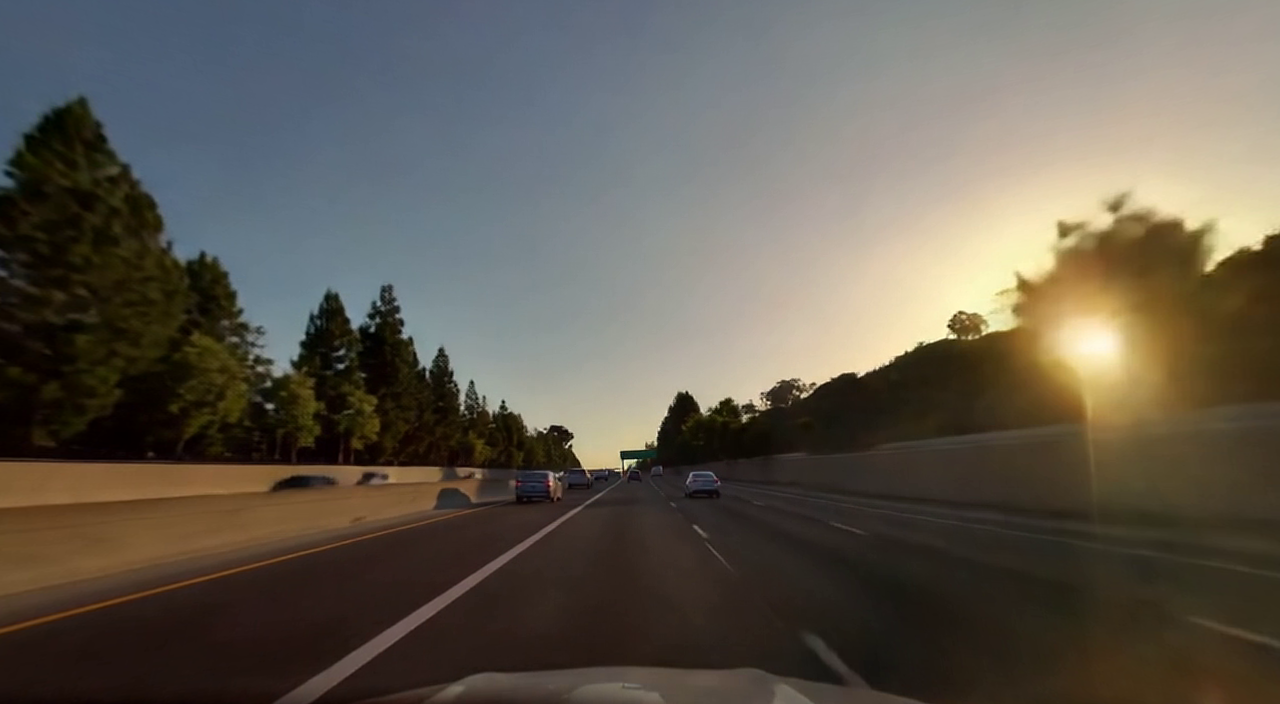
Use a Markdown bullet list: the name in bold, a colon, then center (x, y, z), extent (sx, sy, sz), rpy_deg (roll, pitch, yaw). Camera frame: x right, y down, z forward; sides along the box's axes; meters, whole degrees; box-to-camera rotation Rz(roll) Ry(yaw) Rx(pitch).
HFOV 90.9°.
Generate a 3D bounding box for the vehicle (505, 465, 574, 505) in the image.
- **vehicle**: center (-3.981, 5.416, 25.925), extent (2.004, 1.468, 4.812), rpy_deg (0, -11, 0)

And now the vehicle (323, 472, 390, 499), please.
- **vehicle**: center (-16.914, 7.987, 37.871), extent (1.893, 1.458, 4.576), rpy_deg (1, -11, 0)

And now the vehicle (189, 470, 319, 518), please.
- **vehicle**: center (-12.638, 4.650, 20.968), extent (1.763, 1.412, 4.029), rpy_deg (1, -11, 0)

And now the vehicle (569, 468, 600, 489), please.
- **vehicle**: center (-4.156, 9.585, 47.866), extent (2.000, 1.484, 3.995), rpy_deg (1, -11, -1)

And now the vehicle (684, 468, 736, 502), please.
- **vehicle**: center (3.333, 6.438, 30.762), extent (1.981, 1.516, 4.109), rpy_deg (1, -11, -1)
